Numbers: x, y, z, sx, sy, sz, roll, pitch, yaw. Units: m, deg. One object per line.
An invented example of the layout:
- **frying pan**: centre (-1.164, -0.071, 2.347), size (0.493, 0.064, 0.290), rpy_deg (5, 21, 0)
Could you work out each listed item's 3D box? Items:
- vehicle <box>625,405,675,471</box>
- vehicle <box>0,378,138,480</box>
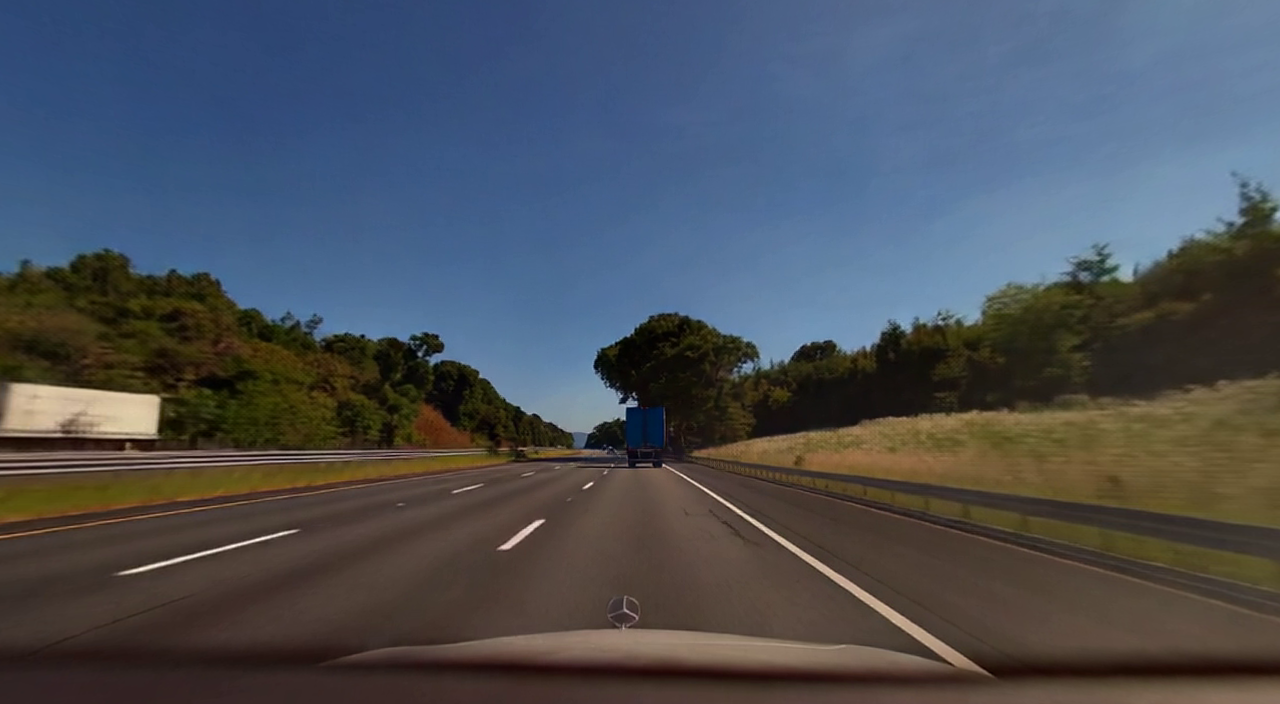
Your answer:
- **vehicle**: centre (0.474, 6.131, 44.215), size (3.055, 4.009, 10.972), rpy_deg (0, -9, -2)
- **vehicle**: centre (-23.238, 2.536, 20.904), size (2.819, 3.410, 12.707), rpy_deg (0, -9, 0)
